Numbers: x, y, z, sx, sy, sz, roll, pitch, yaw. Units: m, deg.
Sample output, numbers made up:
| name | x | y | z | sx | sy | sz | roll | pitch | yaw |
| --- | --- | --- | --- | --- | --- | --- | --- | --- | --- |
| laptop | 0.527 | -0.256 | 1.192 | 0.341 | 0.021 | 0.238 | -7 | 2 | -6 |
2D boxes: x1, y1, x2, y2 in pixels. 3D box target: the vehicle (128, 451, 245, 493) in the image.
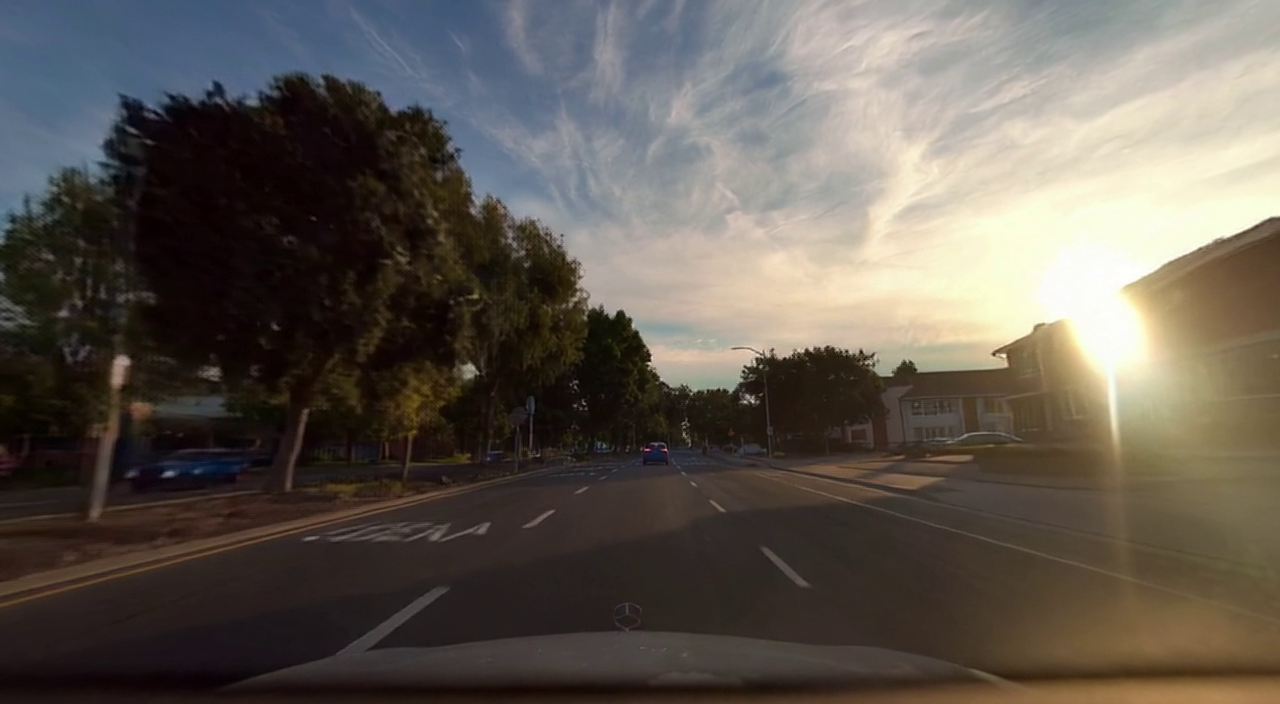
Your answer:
| name | x | y | z | sx | sy | sz | roll | pitch | yaw |
| --- | --- | --- | --- | --- | --- | --- | --- | --- | --- |
| vehicle | -20.232 | 5.324 | 28.290 | 1.904 | 1.677 | 4.415 | 0 | -9 | 1 |

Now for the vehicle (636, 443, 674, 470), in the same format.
| name | x | y | z | sx | sy | sz | roll | pitch | yaw |
| --- | --- | --- | --- | --- | --- | --- | --- | --- | --- |
| vehicle | 0.900 | 6.202 | 37.535 | 2.144 | 1.505 | 4.128 | 0 | -9 | 1 |
